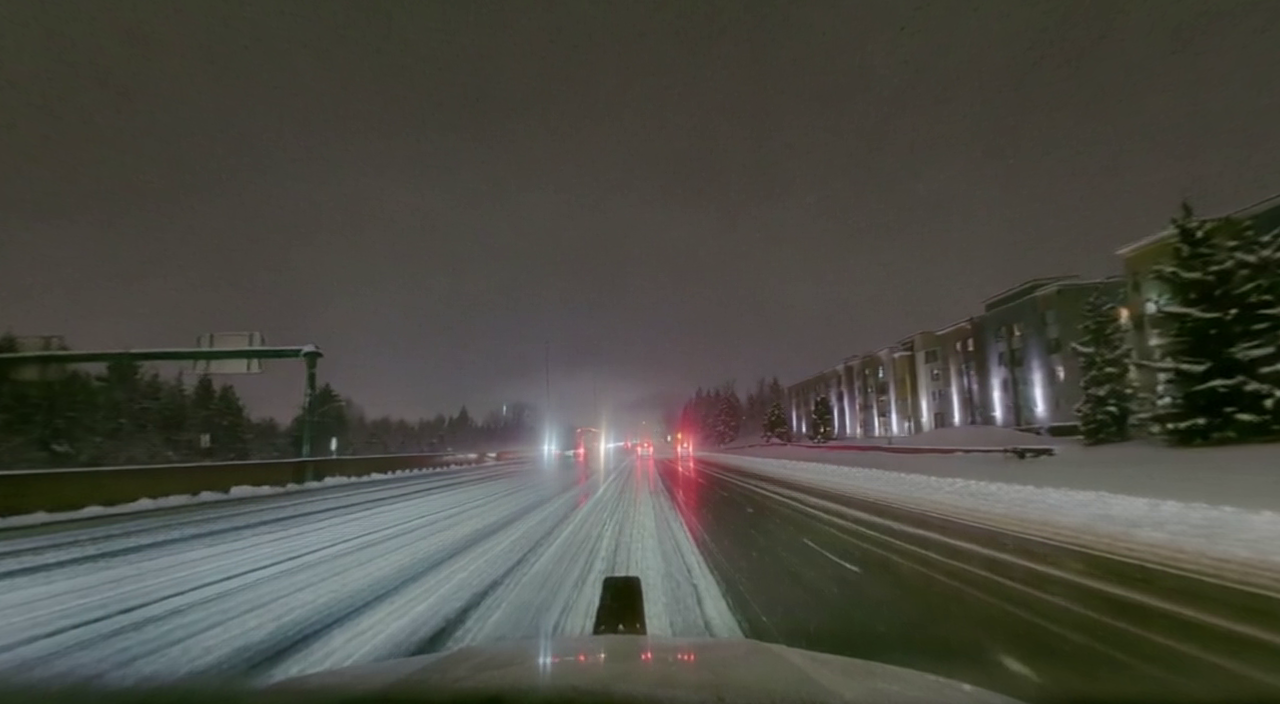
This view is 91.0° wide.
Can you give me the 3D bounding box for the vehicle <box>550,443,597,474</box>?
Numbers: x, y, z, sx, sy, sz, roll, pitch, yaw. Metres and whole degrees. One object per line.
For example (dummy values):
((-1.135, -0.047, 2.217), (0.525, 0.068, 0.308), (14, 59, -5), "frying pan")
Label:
((-3.686, 6.022, 35.721), (2.195, 1.630, 4.336), (0, -9, 0), "vehicle")
